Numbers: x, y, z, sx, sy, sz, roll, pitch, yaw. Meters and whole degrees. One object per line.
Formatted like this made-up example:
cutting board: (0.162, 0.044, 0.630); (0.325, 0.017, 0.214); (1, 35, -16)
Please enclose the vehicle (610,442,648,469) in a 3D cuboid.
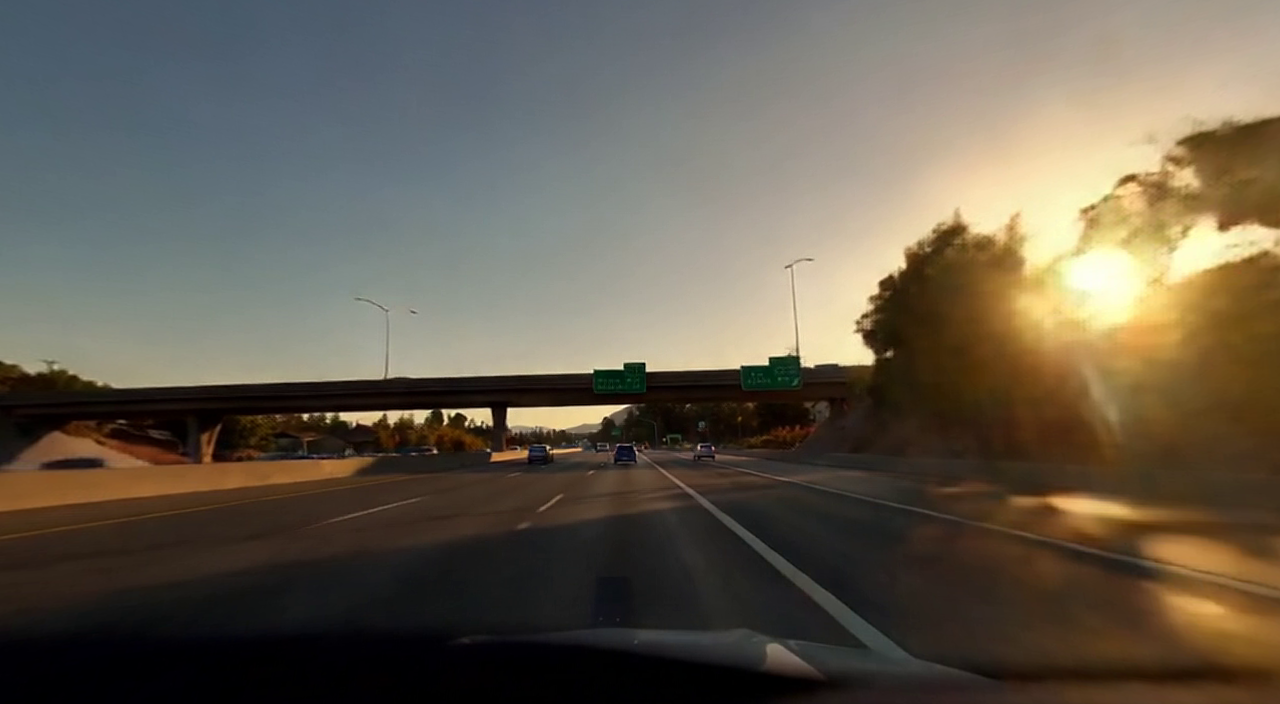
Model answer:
vehicle: (-0.633, 5.841, 35.843); (2.012, 1.471, 4.059); (0, -8, -1)
